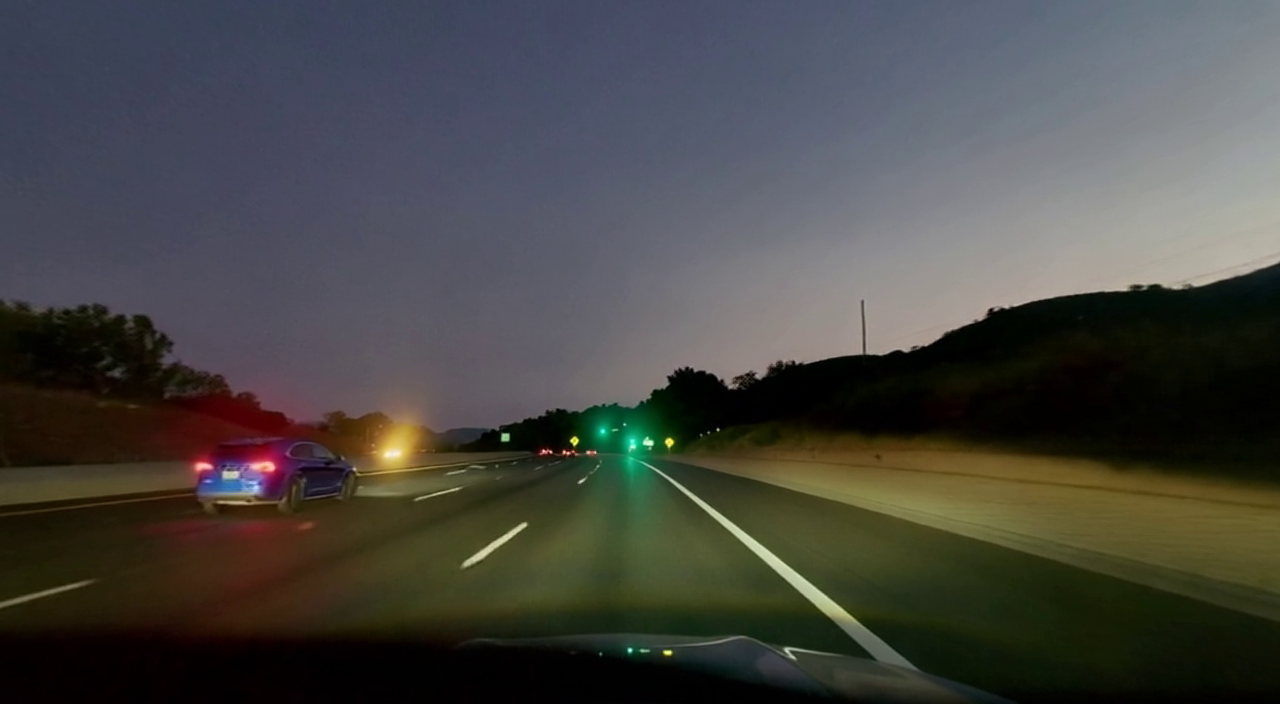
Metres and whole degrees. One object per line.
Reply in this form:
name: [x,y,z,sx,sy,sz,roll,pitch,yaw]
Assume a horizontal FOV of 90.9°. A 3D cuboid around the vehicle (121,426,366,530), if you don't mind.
vehicle: [-7.646,2.461,12.892,2.046,1.712,4.533,0,-9,0]
